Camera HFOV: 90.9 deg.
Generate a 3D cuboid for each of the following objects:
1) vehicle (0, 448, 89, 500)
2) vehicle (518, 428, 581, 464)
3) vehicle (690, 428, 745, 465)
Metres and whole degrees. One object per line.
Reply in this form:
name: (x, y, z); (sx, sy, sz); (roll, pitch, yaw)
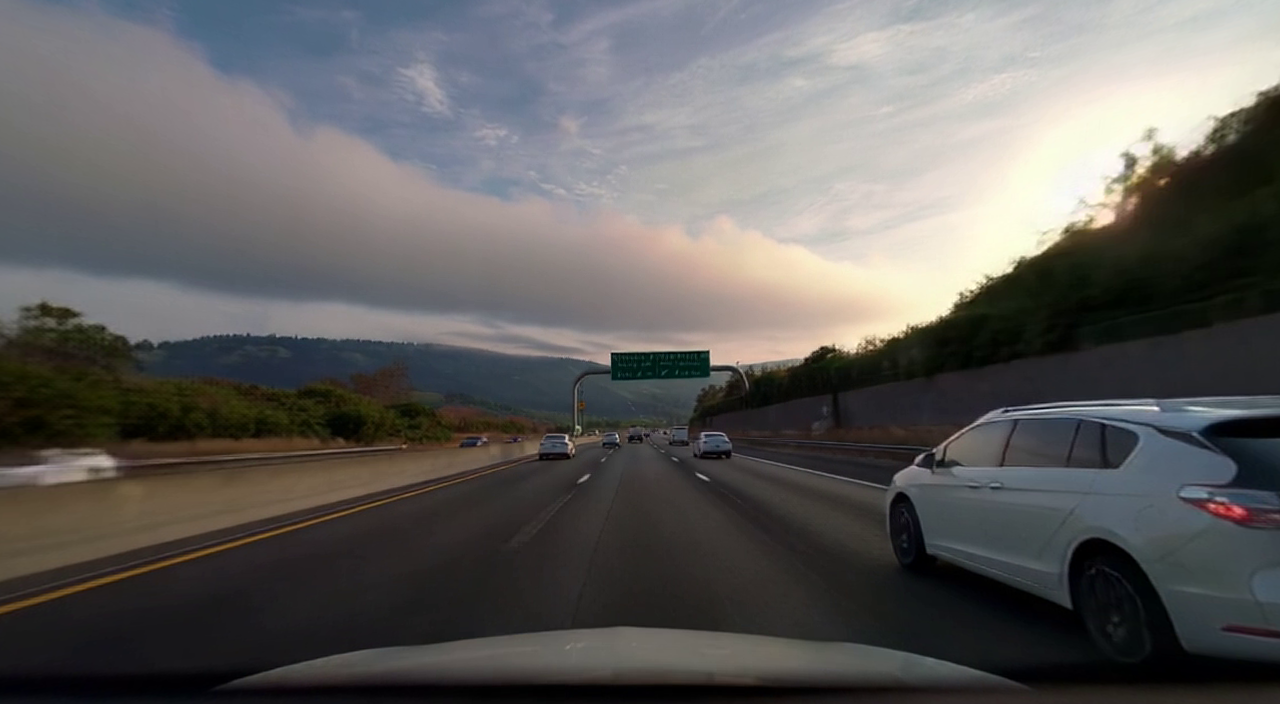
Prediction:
vehicle: (-19.347, 3.682, 19.232); (1.754, 1.429, 3.677); (0, -8, -1)
vehicle: (-3.906, 4.151, 28.057); (2.204, 1.486, 4.121); (0, -8, 0)
vehicle: (3.289, 4.067, 27.373); (1.806, 1.469, 3.681); (0, -8, -1)
